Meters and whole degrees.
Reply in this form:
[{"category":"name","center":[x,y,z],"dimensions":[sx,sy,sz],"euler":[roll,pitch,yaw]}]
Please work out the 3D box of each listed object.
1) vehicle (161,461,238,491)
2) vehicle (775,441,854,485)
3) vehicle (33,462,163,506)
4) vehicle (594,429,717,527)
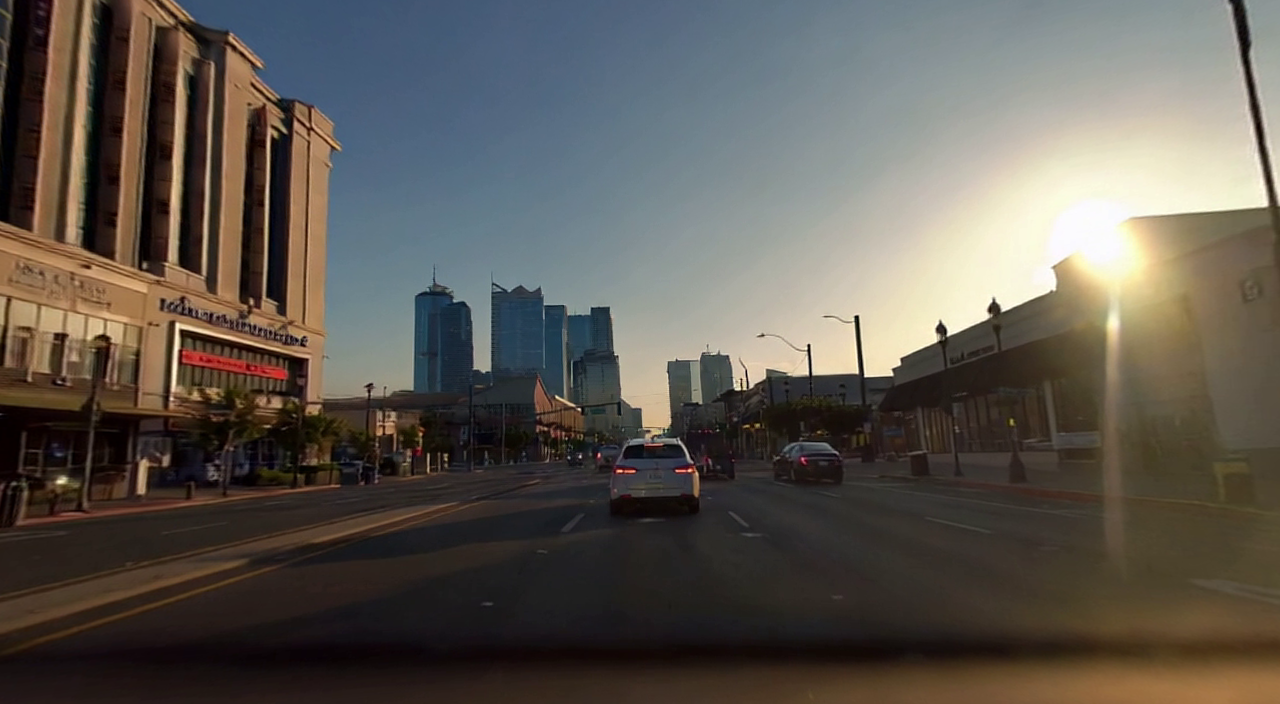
[{"category":"vehicle","center":[-27.884,7.848,40.091],"dimensions":[1.861,1.578,4.152],"euler":[0,-8,1]},{"category":"vehicle","center":[6.967,4.441,25.650],"dimensions":[2.086,1.627,4.294],"euler":[0,-8,2]},{"category":"vehicle","center":[-25.876,6.271,30.384],"dimensions":[2.026,1.808,4.835],"euler":[0,-9,-2]},{"category":"vehicle","center":[0.258,2.464,12.906],"dimensions":[2.125,1.669,3.880],"euler":[0,-8,0]}]
